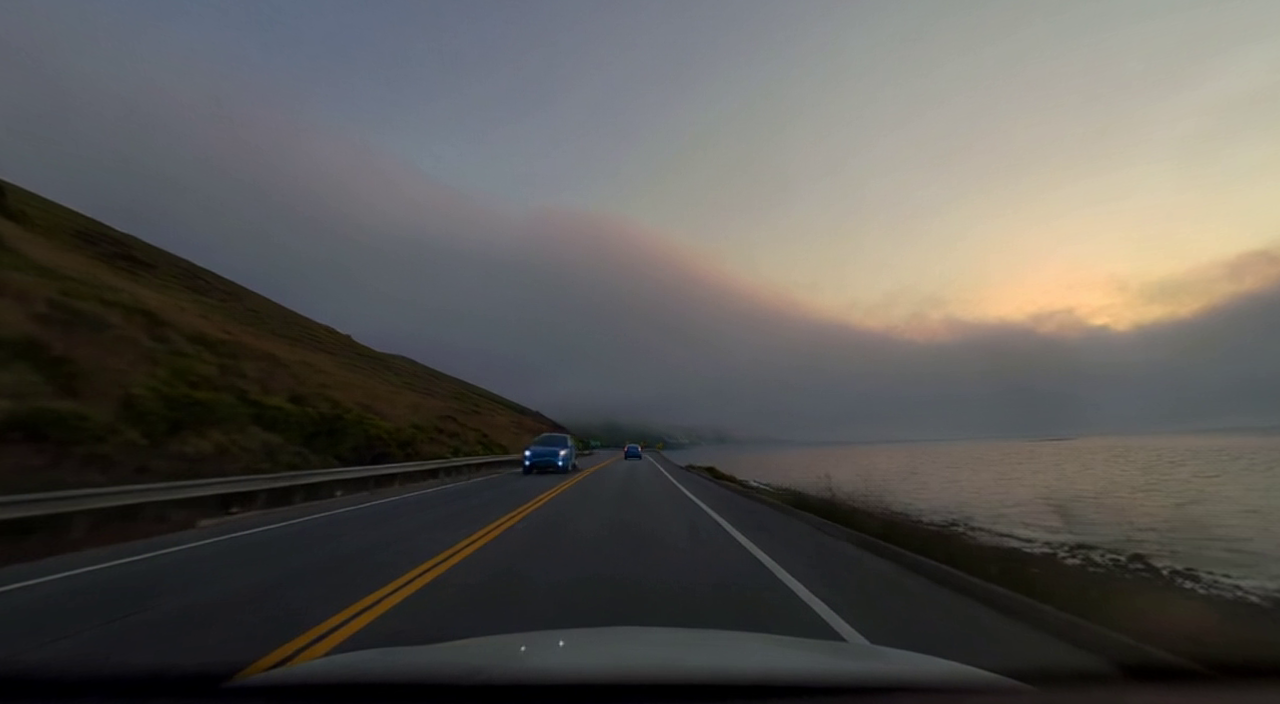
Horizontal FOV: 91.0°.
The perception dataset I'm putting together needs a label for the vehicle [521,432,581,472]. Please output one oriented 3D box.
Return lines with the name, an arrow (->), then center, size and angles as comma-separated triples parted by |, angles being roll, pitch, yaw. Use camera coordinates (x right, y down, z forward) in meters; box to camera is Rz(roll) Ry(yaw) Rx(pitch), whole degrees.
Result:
vehicle -> -4.316, 4.975, 31.421 | 2.180, 1.826, 5.350 | 0, -9, 0
